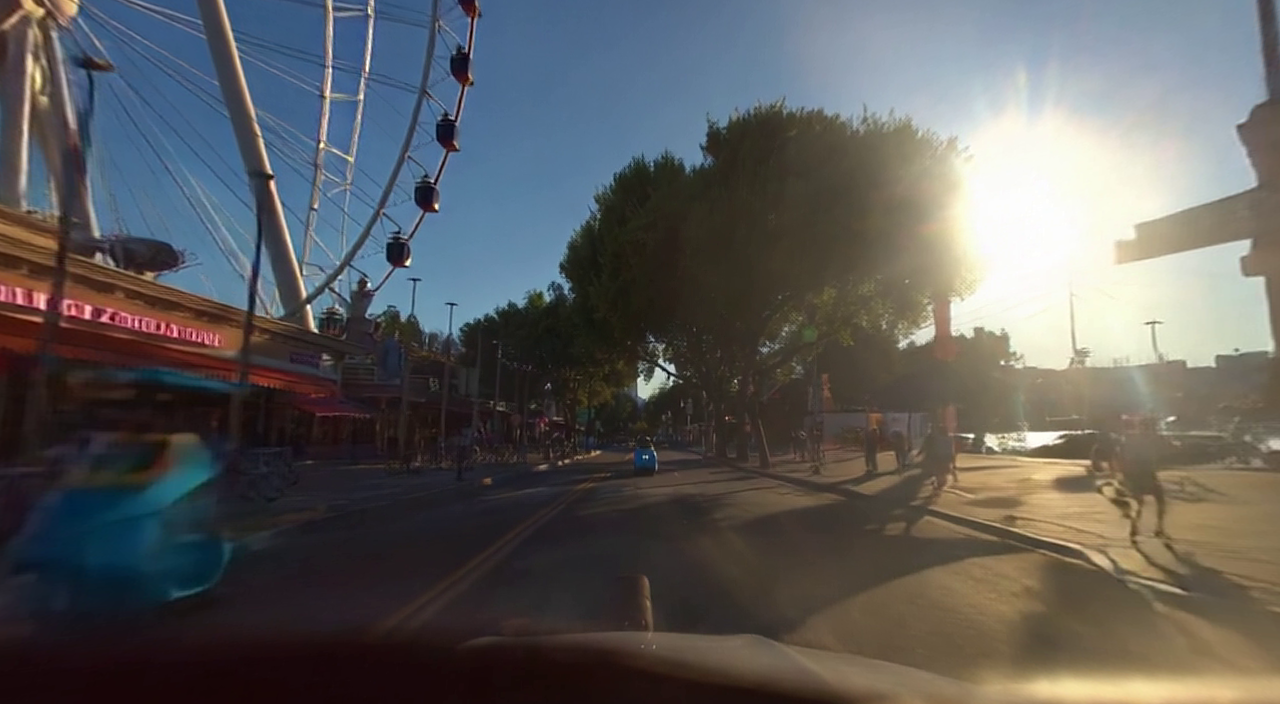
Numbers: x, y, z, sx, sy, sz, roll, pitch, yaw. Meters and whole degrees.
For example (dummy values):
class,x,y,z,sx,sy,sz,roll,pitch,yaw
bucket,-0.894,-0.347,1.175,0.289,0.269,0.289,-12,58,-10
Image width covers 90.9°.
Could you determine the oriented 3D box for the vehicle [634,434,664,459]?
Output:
class,x,y,z,sx,sy,sz,roll,pitch,yaw
vehicle,0.665,7.268,48.550,2.221,1.773,4.228,0,-8,0
